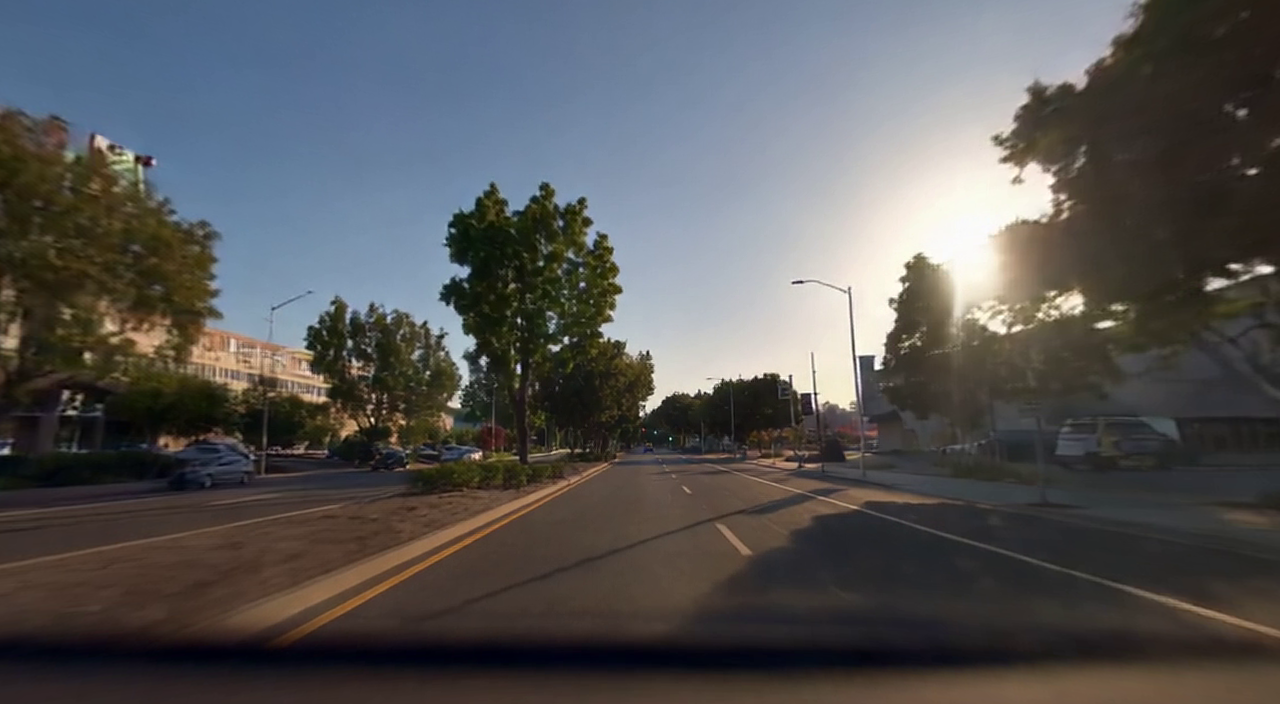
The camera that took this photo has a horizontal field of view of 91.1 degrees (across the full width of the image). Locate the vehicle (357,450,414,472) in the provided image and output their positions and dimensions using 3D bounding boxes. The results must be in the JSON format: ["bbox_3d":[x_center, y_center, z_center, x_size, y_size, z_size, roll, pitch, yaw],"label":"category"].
[{"bbox_3d":[-18.703,8.023,46.440,2.121,1.567,5.042,0,-9,0],"label":"vehicle"}]

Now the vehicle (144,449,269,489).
[{"bbox_3d":[-19.091,5.151,27.994,2.071,1.595,4.822,0,-9,1],"label":"vehicle"}]

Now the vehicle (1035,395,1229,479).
[{"bbox_3d":[21.744,3.909,28.460,2.977,3.311,6.892,0,-9,-1],"label":"vehicle"}]
